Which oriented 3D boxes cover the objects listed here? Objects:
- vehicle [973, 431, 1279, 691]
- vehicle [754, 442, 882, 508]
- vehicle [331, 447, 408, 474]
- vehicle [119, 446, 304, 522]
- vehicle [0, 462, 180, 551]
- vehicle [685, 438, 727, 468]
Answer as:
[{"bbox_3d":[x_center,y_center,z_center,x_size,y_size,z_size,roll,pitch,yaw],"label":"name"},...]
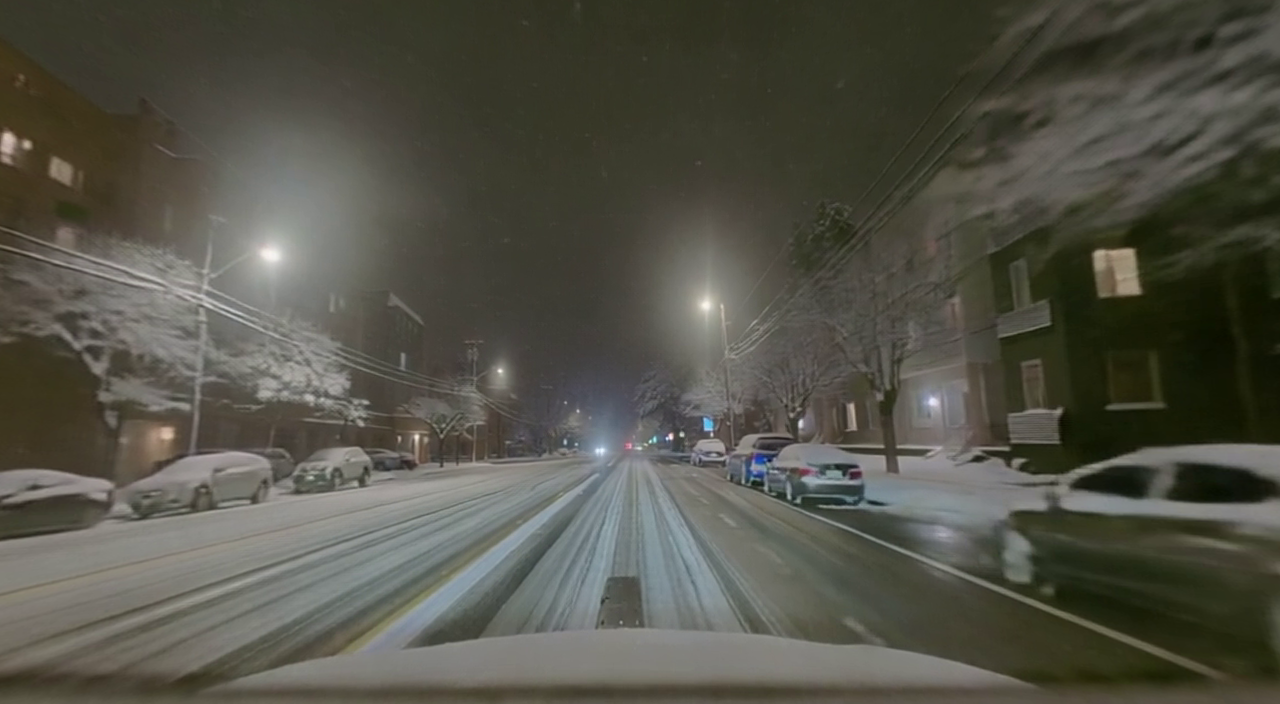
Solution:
[{"bbox_3d":[4.692,1.331,4.449,2.024,1.491,4.647,1,-8,-2],"label":"vehicle"},{"bbox_3d":[4.516,3.172,16.866,1.923,1.493,4.628,0,-8,-2],"label":"vehicle"},{"bbox_3d":[-18.507,7.404,43.354,4.397,1.768,1.956,1,-8,-4],"label":"vehicle"},{"bbox_3d":[-12.737,3.888,19.372,2.149,1.865,5.247,-3,-8,-2],"label":"vehicle"},{"bbox_3d":[-12.695,3.196,13.715,1.954,1.491,4.633,0,-8,-1],"label":"vehicle"},{"bbox_3d":[4.290,6.626,41.716,2.052,1.859,4.778,1,-8,-3],"label":"vehicle"}]
